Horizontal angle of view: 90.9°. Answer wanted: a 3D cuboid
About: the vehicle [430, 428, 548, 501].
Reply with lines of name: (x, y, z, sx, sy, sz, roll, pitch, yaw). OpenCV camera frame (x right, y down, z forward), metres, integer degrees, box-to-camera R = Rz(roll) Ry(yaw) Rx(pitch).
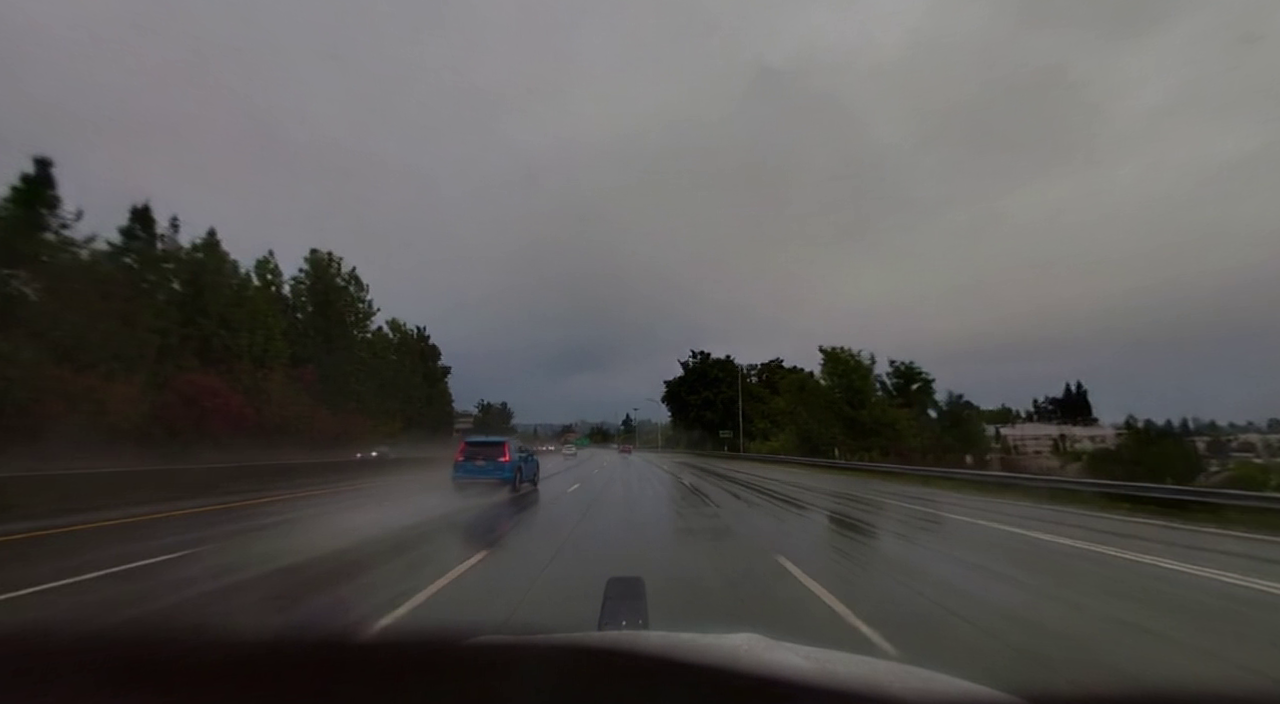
vehicle: (-3.963, 3.031, 17.451, 2.162, 1.724, 4.537, 0, -8, 0)
